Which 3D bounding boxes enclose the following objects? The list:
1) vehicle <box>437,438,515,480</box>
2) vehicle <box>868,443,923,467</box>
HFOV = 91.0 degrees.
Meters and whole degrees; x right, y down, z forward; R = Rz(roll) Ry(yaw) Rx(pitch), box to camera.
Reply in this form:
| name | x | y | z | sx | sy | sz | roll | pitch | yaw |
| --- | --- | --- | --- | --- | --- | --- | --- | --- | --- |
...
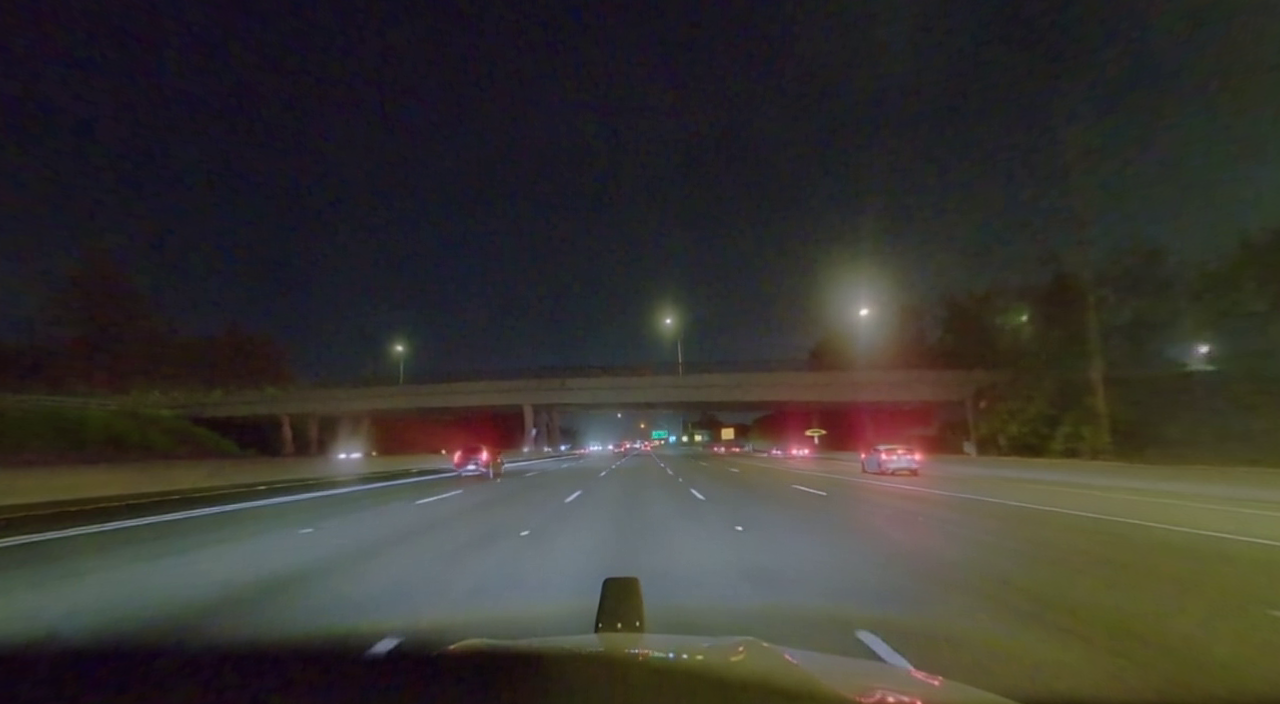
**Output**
| name | x | y | z | sx | sy | sz | roll | pitch | yaw |
| --- | --- | --- | --- | --- | --- | --- | --- | --- | --- |
| vehicle | -6.487 | 4.272 | 25.382 | 1.985 | 1.513 | 4.172 | 0 | -8 | 1 |
| vehicle | 17.756 | 7.164 | 43.965 | 1.884 | 1.567 | 4.692 | 0 | -8 | 0 |
